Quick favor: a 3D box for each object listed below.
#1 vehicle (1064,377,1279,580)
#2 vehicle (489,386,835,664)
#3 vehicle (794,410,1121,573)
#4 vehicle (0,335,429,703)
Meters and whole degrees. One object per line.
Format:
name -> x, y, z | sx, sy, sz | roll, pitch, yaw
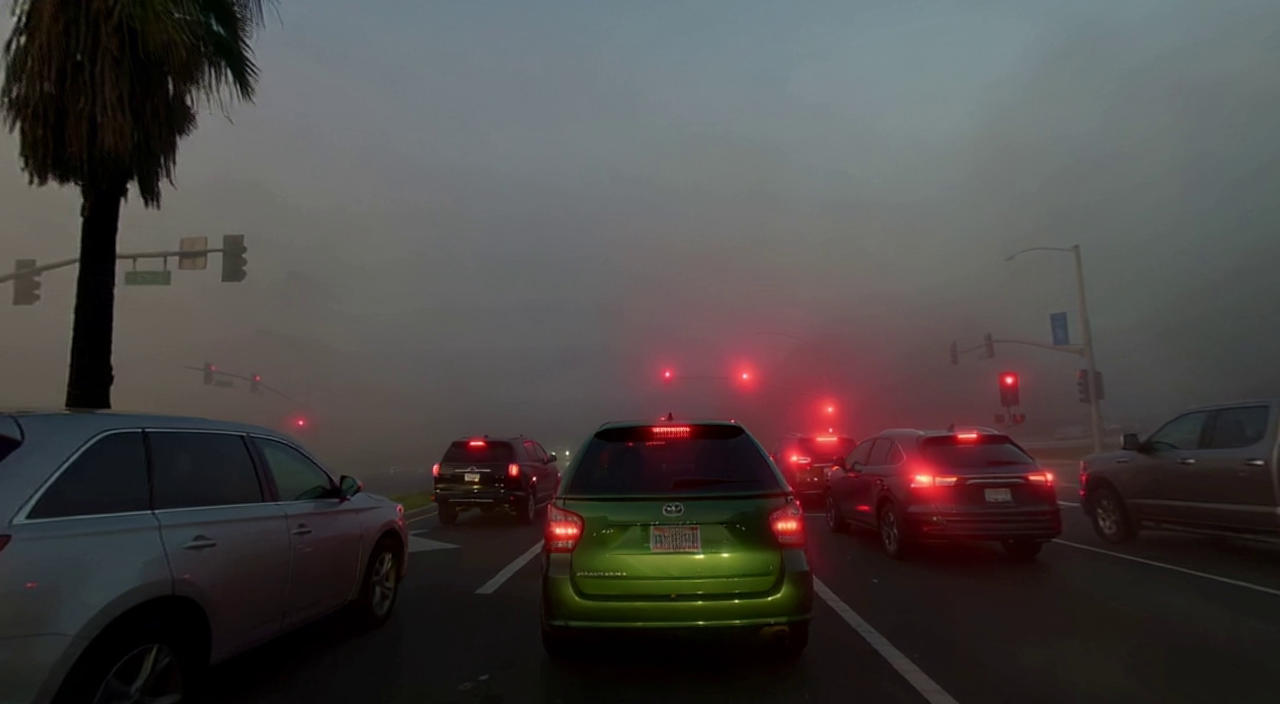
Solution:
vehicle -> 7.316, 1.237, 6.146 | 2.337, 1.925, 5.728 | 0, -8, 0
vehicle -> 0.165, 1.368, 6.010 | 2.123, 1.704, 4.128 | 0, -8, 1
vehicle -> 4.007, 1.860, 9.289 | 2.072, 1.704, 5.170 | 0, -8, -1
vehicle -> -3.167, 1.086, 3.909 | 2.171, 1.702, 4.416 | 0, -9, 0
